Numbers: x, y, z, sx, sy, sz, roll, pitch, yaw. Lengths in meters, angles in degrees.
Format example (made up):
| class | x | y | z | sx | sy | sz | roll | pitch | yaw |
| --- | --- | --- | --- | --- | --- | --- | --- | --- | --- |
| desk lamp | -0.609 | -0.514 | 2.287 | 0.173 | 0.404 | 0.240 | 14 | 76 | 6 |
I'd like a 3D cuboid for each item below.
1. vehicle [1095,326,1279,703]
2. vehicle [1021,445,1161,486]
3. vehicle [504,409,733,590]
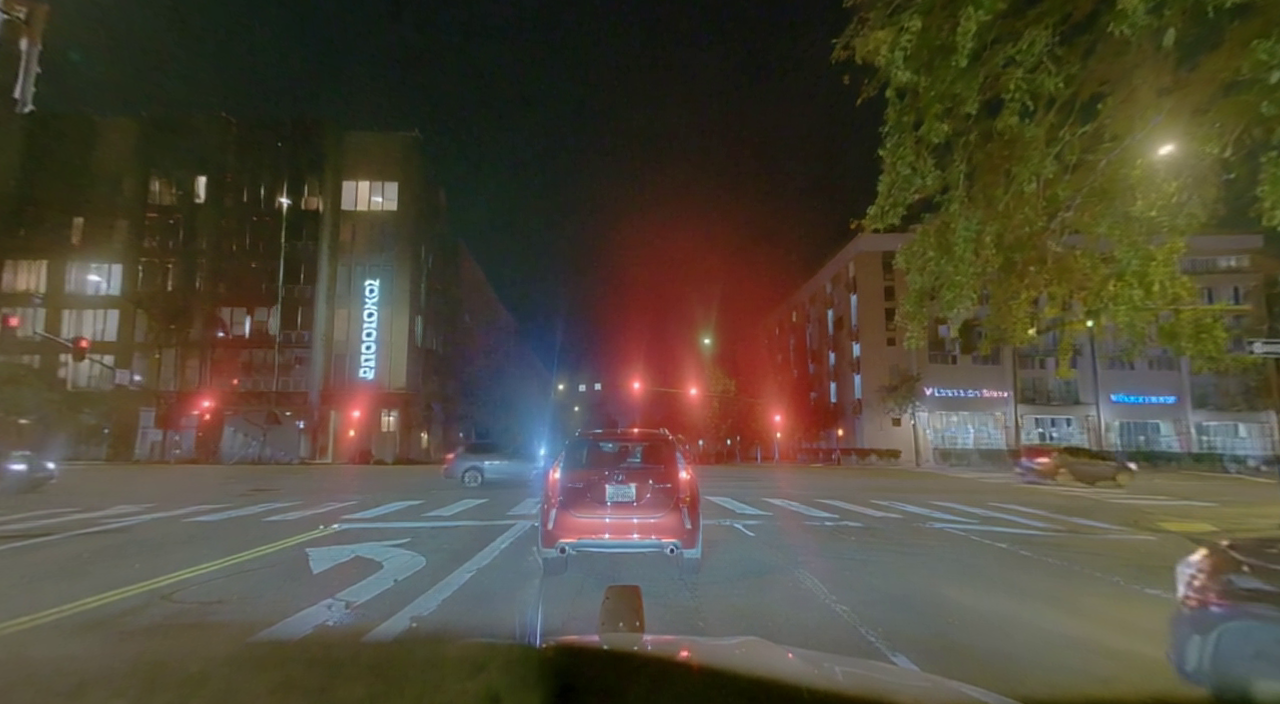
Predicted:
| class | x | y | z | sx | sy | sz | roll | pitch | yaw |
| --- | --- | --- | --- | --- | --- | --- | --- | --- | --- |
| vehicle | 3.379 | 0.607 | 0.858 | 1.995 | 1.787 | 4.810 | 2 | -8 | 1 |
| vehicle | 20.278 | 5.101 | 28.530 | 4.912 | 1.731 | 2.022 | 1 | -8 | -6 |
| vehicle | -0.226 | 1.623 | 7.758 | 2.066 | 1.618 | 3.922 | 0 | -8 | -1 |
